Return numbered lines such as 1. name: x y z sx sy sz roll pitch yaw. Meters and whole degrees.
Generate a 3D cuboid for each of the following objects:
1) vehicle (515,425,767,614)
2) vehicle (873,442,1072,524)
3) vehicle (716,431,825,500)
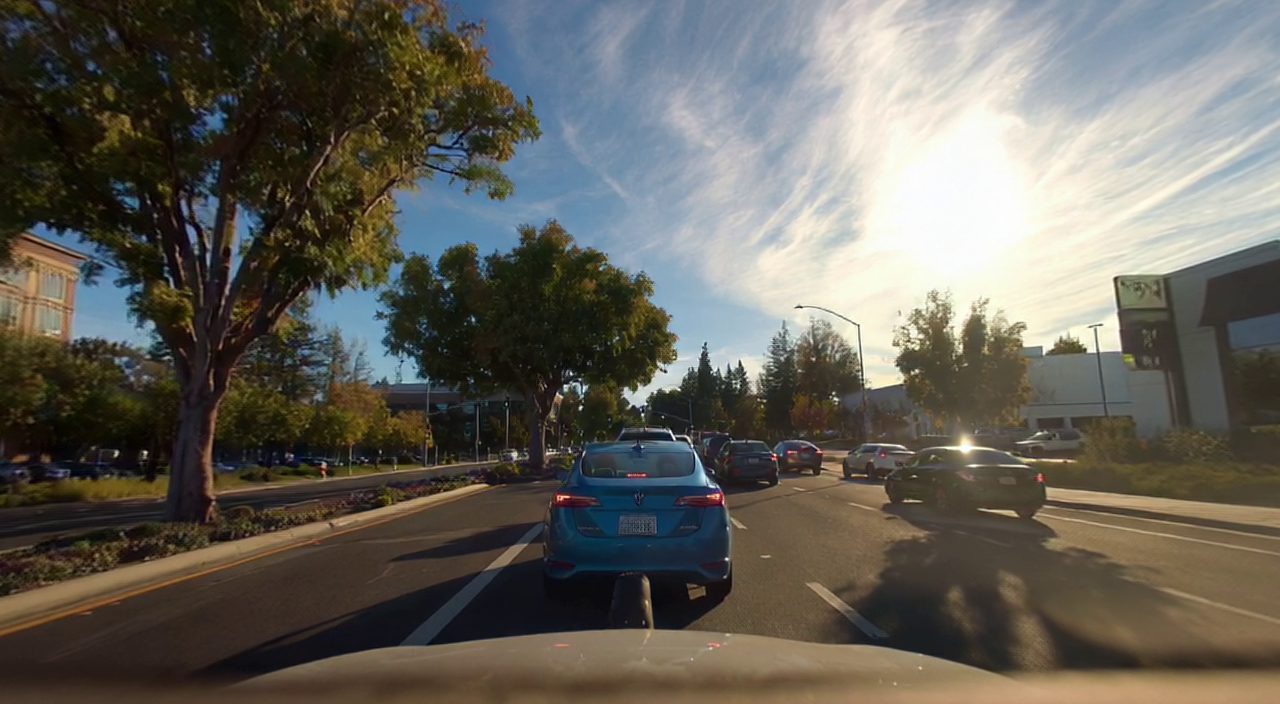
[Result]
1. vehicle: -0.026 1.644 7.210 1.977 1.465 4.376 0 -8 -1
2. vehicle: 6.864 2.699 13.688 1.911 1.468 4.417 0 -8 0
3. vehicle: 3.608 3.229 18.403 2.114 1.736 4.553 0 -8 -1
